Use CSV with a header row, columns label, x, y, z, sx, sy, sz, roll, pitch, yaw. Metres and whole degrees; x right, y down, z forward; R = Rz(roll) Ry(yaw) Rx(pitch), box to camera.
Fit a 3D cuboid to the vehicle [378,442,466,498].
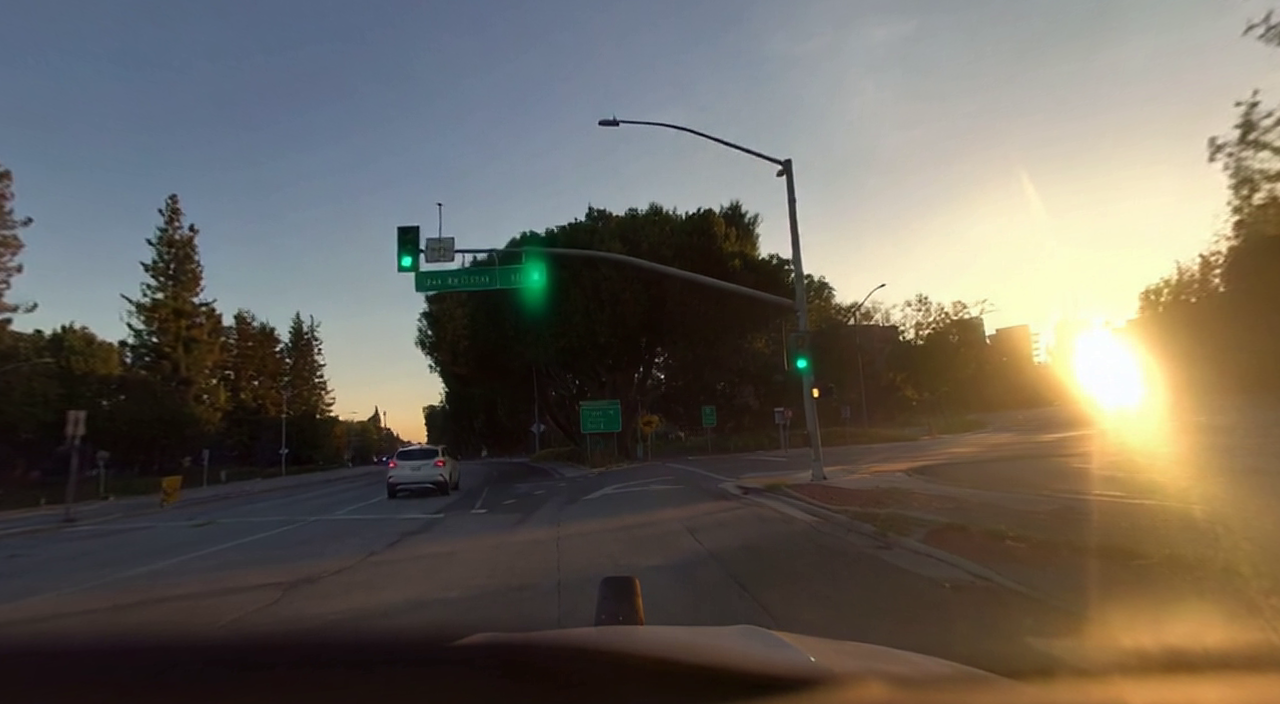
label,x,y,z,sx,sy,sz,roll,pitch,yaw
vehicle,-7.388,4.001,21.921,2.134,1.707,4.471,1,-9,-9
